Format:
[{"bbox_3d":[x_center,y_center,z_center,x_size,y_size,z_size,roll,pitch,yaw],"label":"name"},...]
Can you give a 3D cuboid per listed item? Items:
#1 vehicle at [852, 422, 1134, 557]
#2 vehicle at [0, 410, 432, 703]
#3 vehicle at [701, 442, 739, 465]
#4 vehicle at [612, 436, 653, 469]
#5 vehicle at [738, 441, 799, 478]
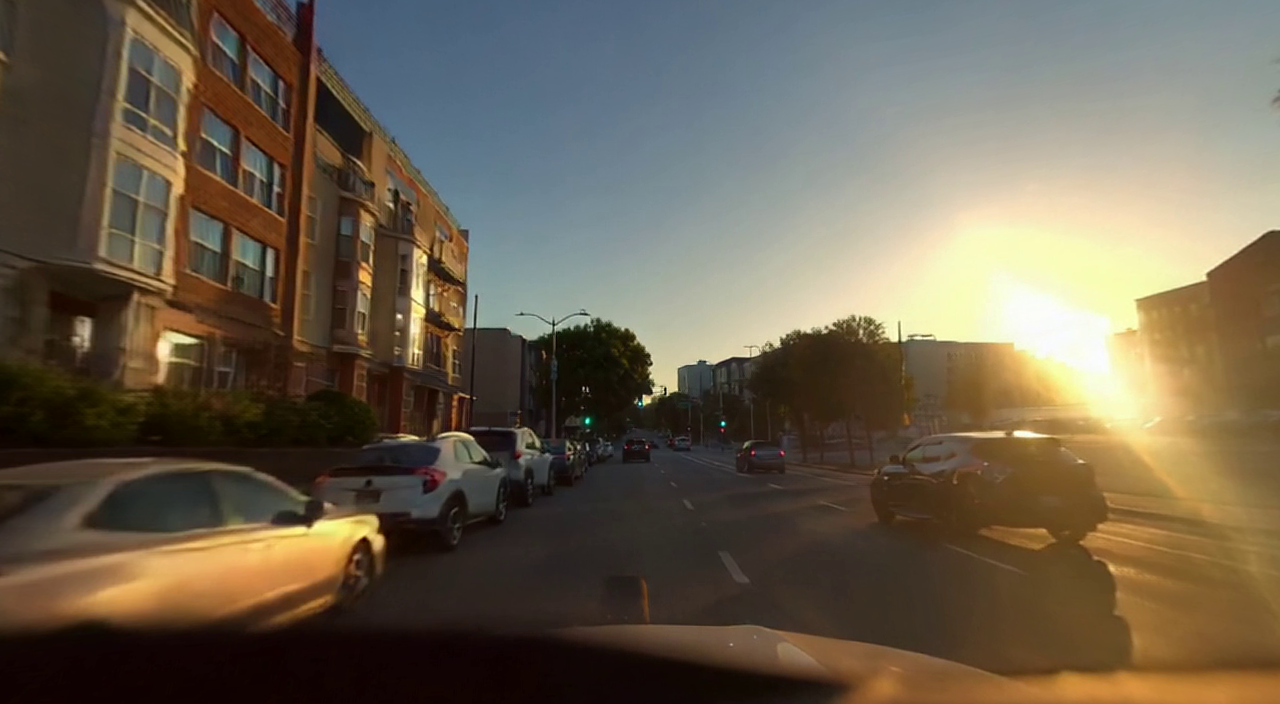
[{"bbox_3d":[4.977,1.983,9.750,1.891,1.599,4.173,0,-9,0],"label":"vehicle"},{"bbox_3d":[-3.022,1.205,3.876,1.957,1.435,4.662,0,-9,-1],"label":"vehicle"},{"bbox_3d":[5.459,6.999,43.584,1.917,1.467,4.452,0,-9,-1],"label":"vehicle"},{"bbox_3d":[-0.391,5.517,34.666,2.122,1.689,3.885,0,-9,0],"label":"vehicle"},{"bbox_3d":[5.406,4.578,26.994,1.799,1.463,3.464,0,-9,-1],"label":"vehicle"}]
